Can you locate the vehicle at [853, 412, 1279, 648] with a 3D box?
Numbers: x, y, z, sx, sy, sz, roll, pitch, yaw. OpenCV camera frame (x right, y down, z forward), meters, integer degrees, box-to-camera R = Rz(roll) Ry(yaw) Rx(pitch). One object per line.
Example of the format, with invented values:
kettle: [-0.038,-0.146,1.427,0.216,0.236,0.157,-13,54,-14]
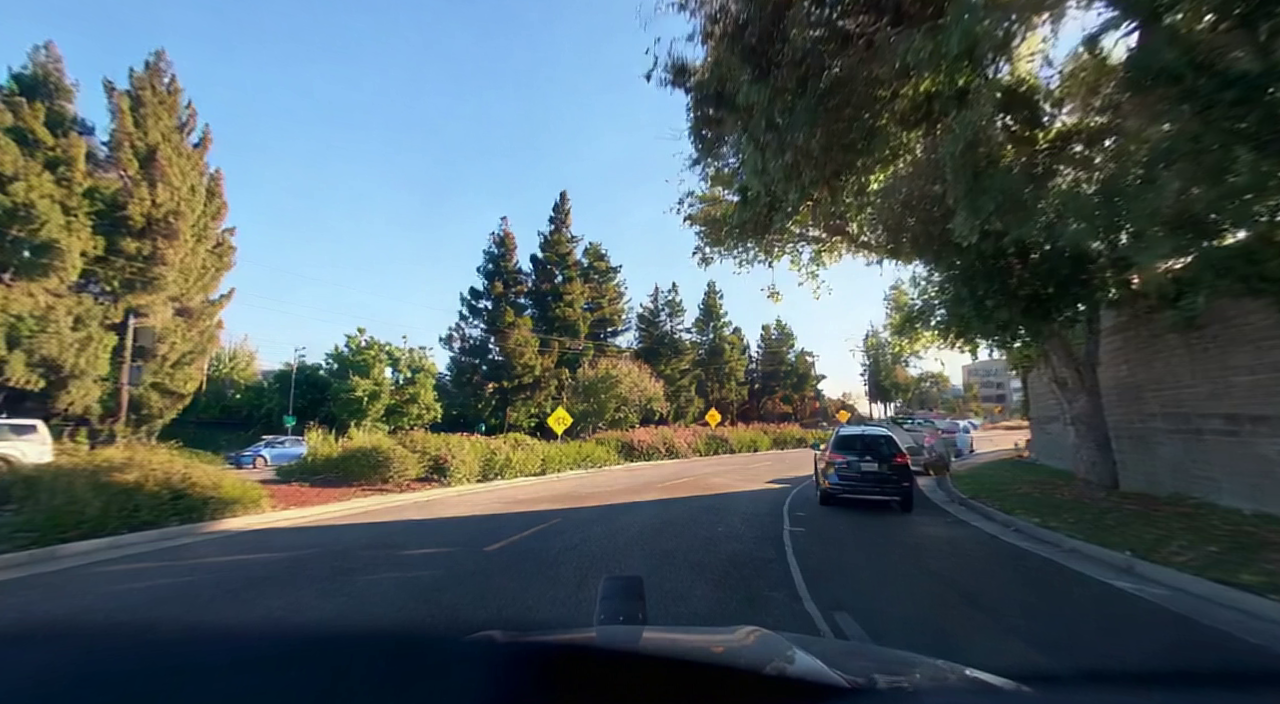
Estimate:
vehicle: [3.550,1.427,6.261,1.877,1.416,4.604,-1,-8,8]

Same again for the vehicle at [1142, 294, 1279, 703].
vehicle: [3.204,0.443,0.361,2.176,1.746,4.335,0,-8,-1]
